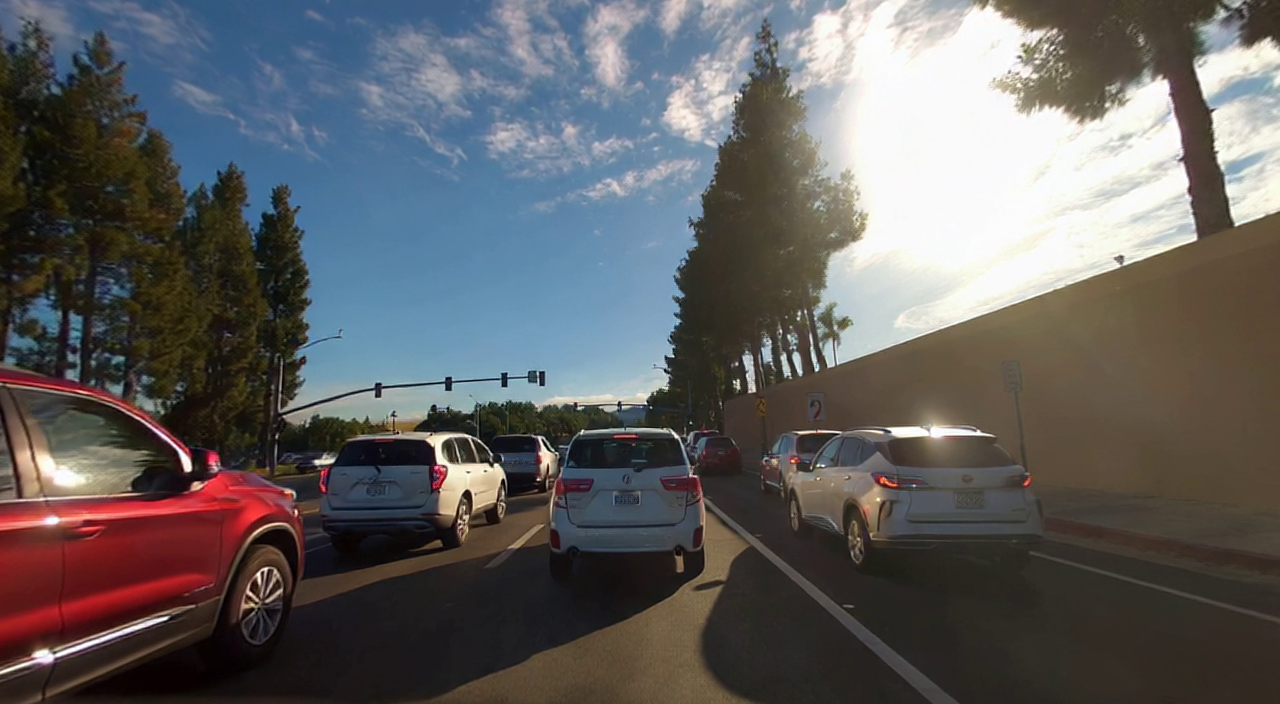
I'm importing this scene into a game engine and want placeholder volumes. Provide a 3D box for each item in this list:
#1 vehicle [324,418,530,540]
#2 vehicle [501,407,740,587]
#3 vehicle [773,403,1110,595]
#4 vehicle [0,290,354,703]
[{"bbox_3d":[-3.502,2.183,11.530,2.067,1.759,4.631,0,-8,1],"label":"vehicle"},{"bbox_3d":[-0.155,1.659,7.974,2.245,1.677,3.913,0,-8,1],"label":"vehicle"},{"bbox_3d":[3.142,1.620,7.819,2.029,1.702,4.281,0,-8,0],"label":"vehicle"},{"bbox_3d":[-3.515,0.827,3.118,2.070,1.913,4.450,0,-8,0],"label":"vehicle"}]
